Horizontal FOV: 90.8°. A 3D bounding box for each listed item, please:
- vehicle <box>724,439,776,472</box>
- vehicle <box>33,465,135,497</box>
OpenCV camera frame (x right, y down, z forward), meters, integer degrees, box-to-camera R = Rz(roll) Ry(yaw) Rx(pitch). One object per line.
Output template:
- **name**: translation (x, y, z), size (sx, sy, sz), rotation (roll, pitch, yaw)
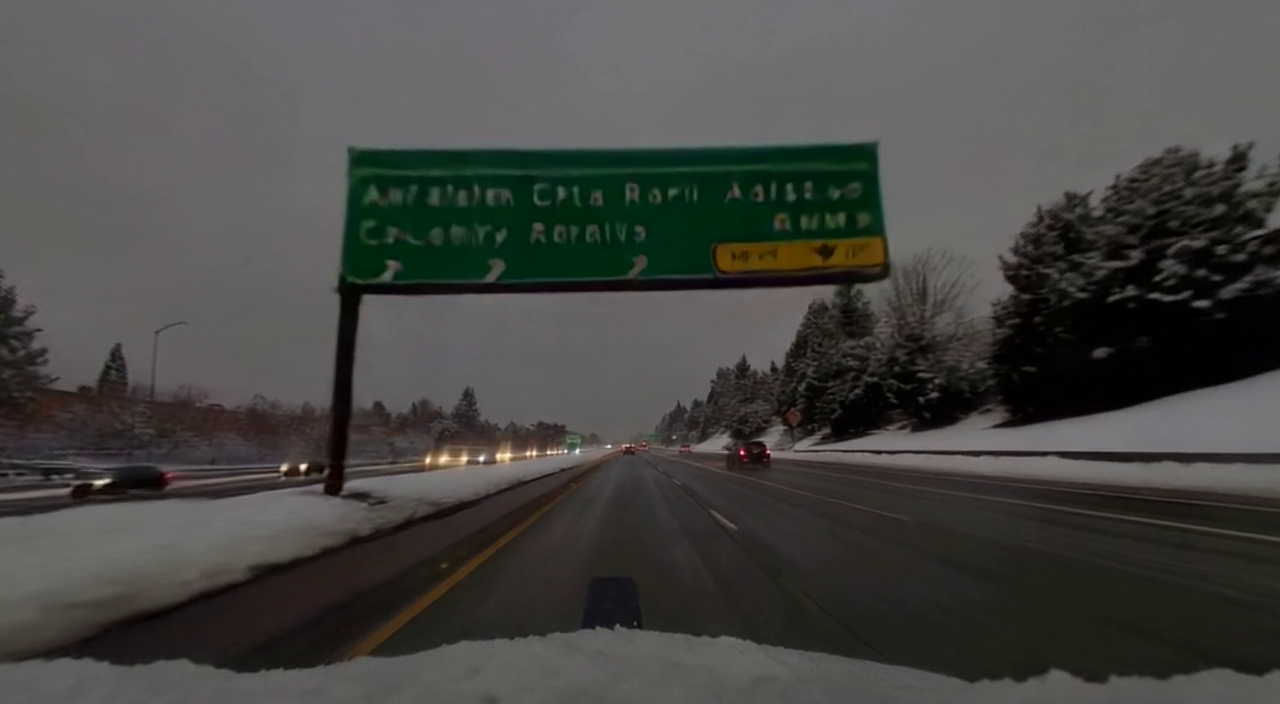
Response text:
- **vehicle**: translation (6.114, 5.815, 35.622), size (2.030, 1.706, 4.279), rotation (0, -9, -2)
- **vehicle**: translation (-31.377, 7.257, 35.855), size (1.922, 1.562, 4.270), rotation (0, -9, -1)
